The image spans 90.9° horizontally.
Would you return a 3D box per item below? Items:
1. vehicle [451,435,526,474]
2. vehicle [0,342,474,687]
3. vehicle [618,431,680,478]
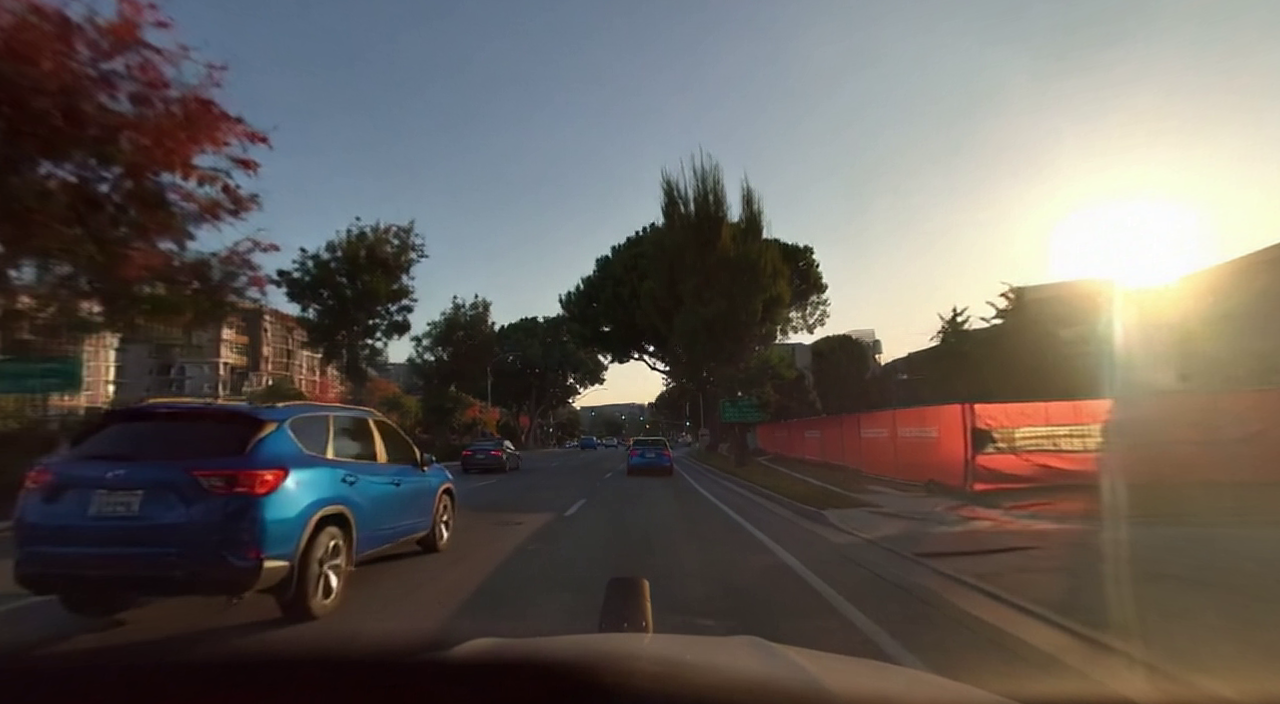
[{"bbox_3d":[-6.125,4.191,25.988,1.877,1.479,4.430,0,-8,2],"label":"vehicle"},{"bbox_3d":[-3.384,1.210,5.919,2.157,1.824,4.986,0,-8,1],"label":"vehicle"},{"bbox_3d":[0.322,3.947,24.476,2.227,1.654,4.091,0,-8,0],"label":"vehicle"}]
